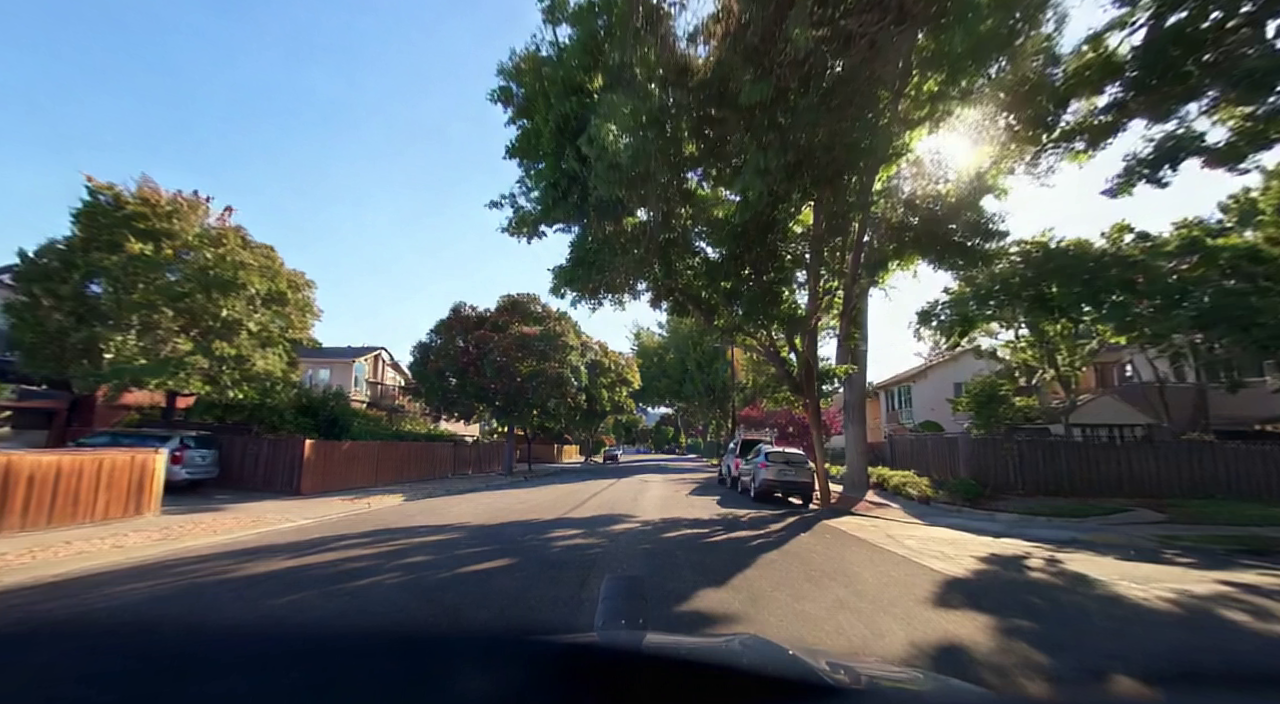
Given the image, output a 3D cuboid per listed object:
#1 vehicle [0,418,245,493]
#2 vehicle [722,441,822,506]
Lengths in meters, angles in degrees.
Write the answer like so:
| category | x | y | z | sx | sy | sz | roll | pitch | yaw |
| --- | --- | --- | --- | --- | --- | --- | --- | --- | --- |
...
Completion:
| category | x | y | z | sx | sy | sz | roll | pitch | yaw |
| --- | --- | --- | --- | --- | --- | --- | --- | --- | --- |
| vehicle | -13.543 | 2.734 | 16.689 | 4.686 | 1.834 | 1.997 | 0 | -9 | 0 |
| vehicle | 3.498 | 3.284 | 17.542 | 1.976 | 1.552 | 4.442 | 0 | -9 | 2 |
